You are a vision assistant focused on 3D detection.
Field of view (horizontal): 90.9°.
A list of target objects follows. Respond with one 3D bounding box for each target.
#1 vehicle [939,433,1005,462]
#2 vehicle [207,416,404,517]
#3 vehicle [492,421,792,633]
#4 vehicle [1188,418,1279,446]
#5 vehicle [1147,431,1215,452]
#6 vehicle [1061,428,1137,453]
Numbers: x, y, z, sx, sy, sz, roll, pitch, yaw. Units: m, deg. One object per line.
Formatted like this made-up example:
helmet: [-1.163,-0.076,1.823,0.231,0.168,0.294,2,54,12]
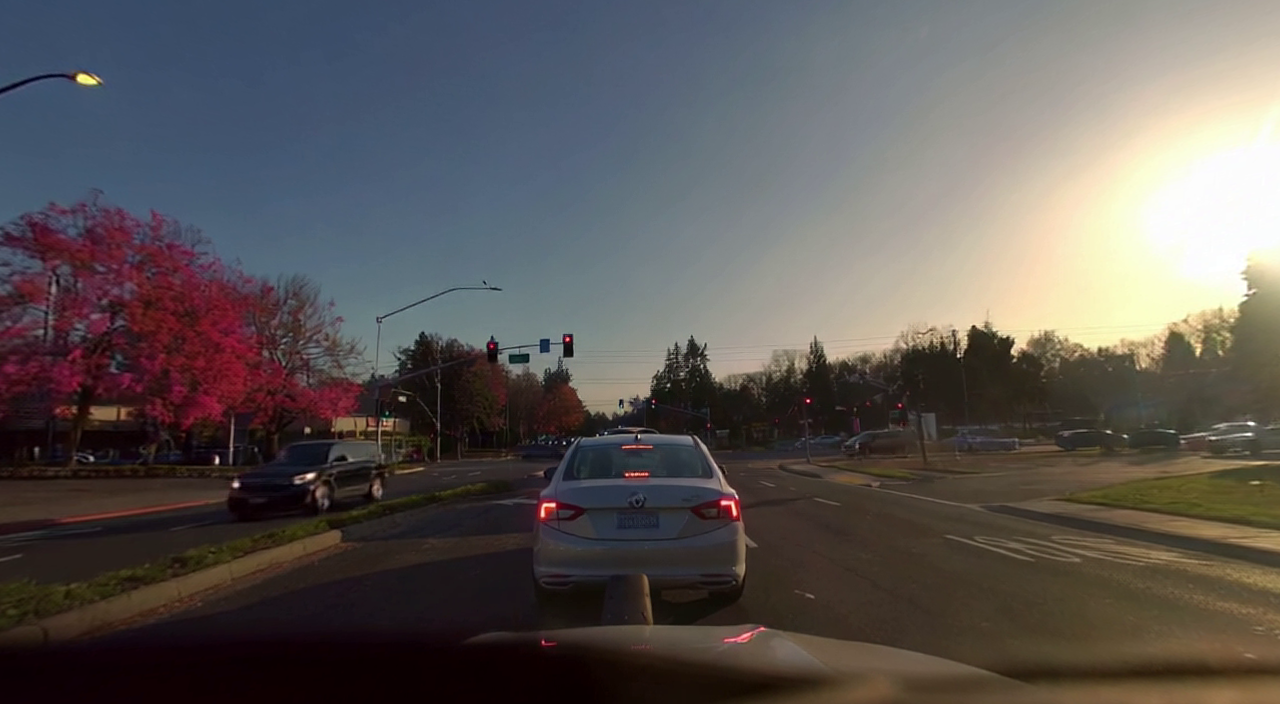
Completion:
vehicle: [18.380,5.287,34.848,2.053,1.495,4.091,-8,-12,44]
vehicle: [-8.008,2.781,15.905,2.378,2.084,5.225,0,-8,-4]
vehicle: [-0.002,1.545,6.560,2.112,1.482,4.057,0,-8,0]
vehicle: [36.315,4.914,38.457,1.848,1.581,4.475,-1,-8,3]
vehicle: [40.936,6.764,47.706,3.573,1.432,1.604,-3,-8,1]
vehicle: [34.787,6.707,47.837,4.294,1.557,1.744,-4,-7,1]
